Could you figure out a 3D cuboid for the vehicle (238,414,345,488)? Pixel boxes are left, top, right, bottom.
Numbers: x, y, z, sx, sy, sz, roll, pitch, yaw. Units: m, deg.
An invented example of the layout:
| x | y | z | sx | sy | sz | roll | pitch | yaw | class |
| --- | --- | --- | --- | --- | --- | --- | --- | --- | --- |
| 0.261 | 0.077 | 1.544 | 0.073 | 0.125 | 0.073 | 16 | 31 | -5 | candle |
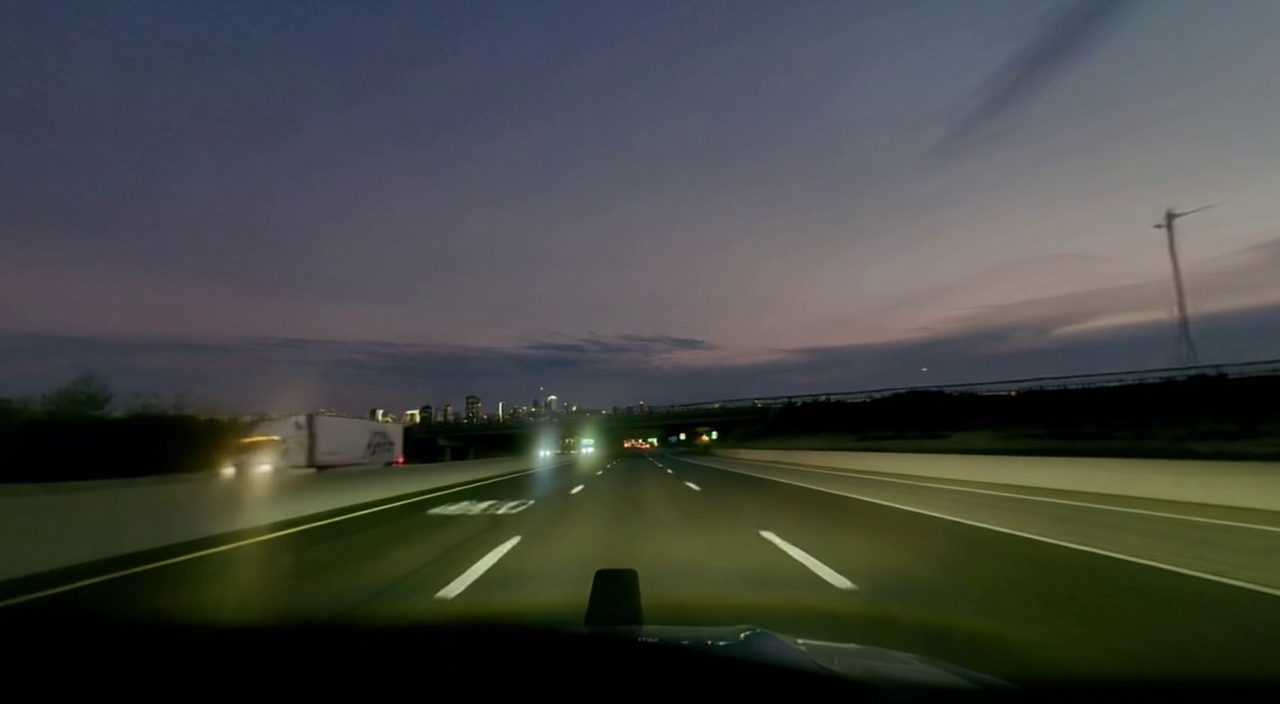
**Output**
| x | y | z | sx | sy | sz | roll | pitch | yaw | class |
| --- | --- | --- | --- | --- | --- | --- | --- | --- | --- |
| -20.717 | 5.909 | 37.806 | 2.916 | 4.032 | 5.977 | 0 | -9 | -1 | vehicle |
